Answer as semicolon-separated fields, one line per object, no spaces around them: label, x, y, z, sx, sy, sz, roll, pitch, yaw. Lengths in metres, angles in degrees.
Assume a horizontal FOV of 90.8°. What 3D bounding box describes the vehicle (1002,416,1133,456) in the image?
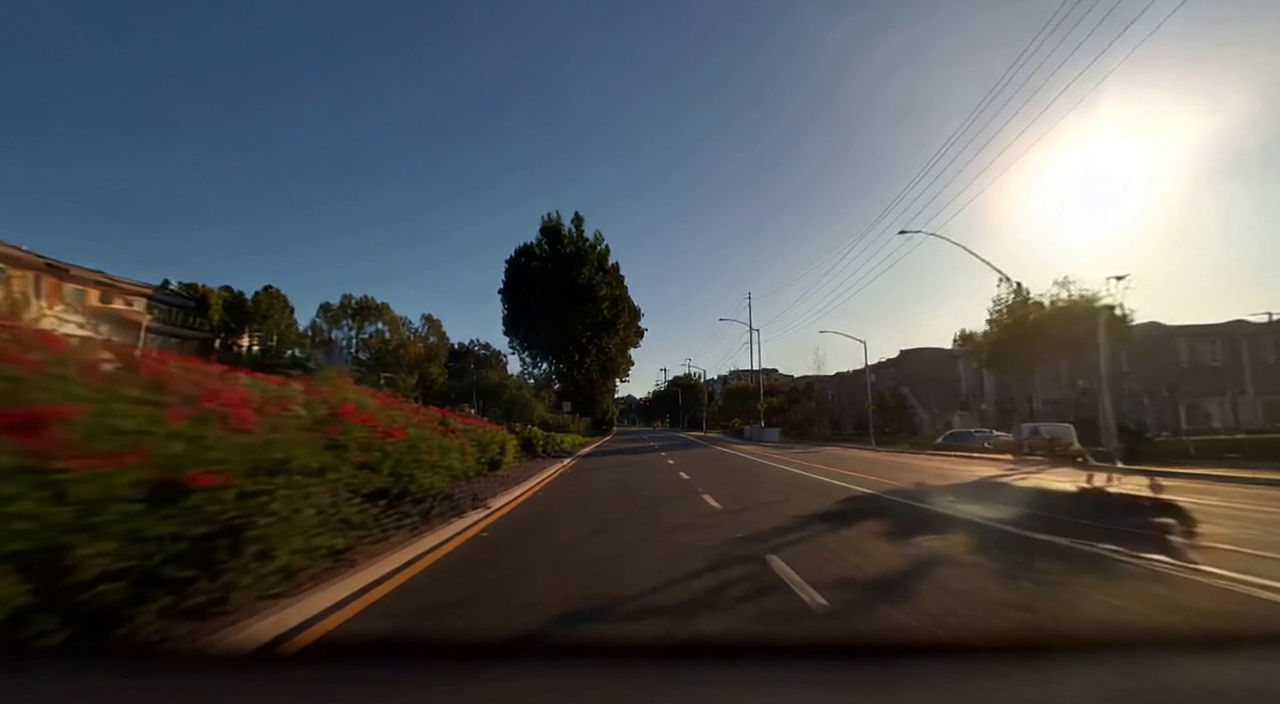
vehicle;24.496;4.870;36.427;5.603;2.179;2.440;-1;-8;5

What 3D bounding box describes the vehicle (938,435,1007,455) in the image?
vehicle;24.838;6.943;47.238;4.140;1.416;1.767;0;-8;-1
